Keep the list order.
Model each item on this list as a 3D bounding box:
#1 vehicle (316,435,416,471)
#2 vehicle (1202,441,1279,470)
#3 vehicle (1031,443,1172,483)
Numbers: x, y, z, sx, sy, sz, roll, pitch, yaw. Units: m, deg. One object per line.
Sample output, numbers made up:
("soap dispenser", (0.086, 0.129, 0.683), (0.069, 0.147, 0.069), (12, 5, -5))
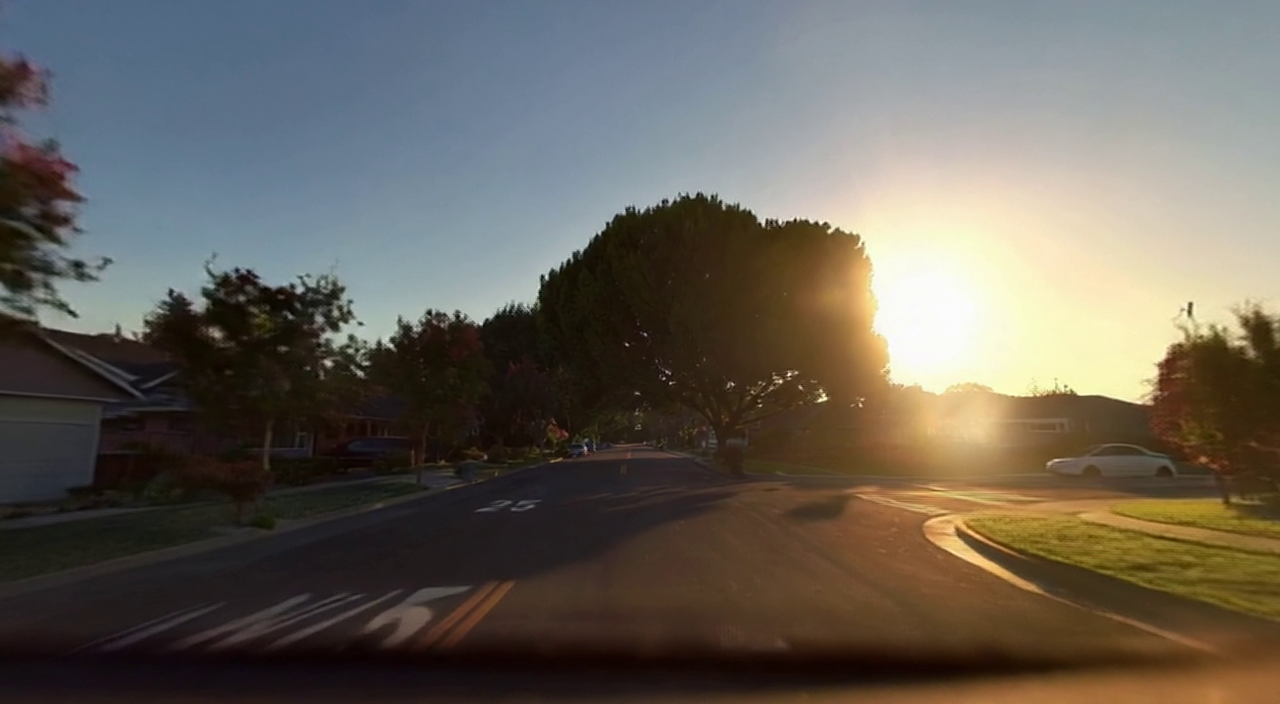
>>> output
("vehicle", (-13.127, 4.856, 30.406), (3.921, 1.629, 1.832), (0, -10, 2))
("vehicle", (34.325, 5.777, 35.212), (1.745, 1.540, 4.223), (8, -12, -44))
("vehicle", (20.452, 4.922, 28.175), (4.607, 1.694, 2.106), (0, -9, -1))
